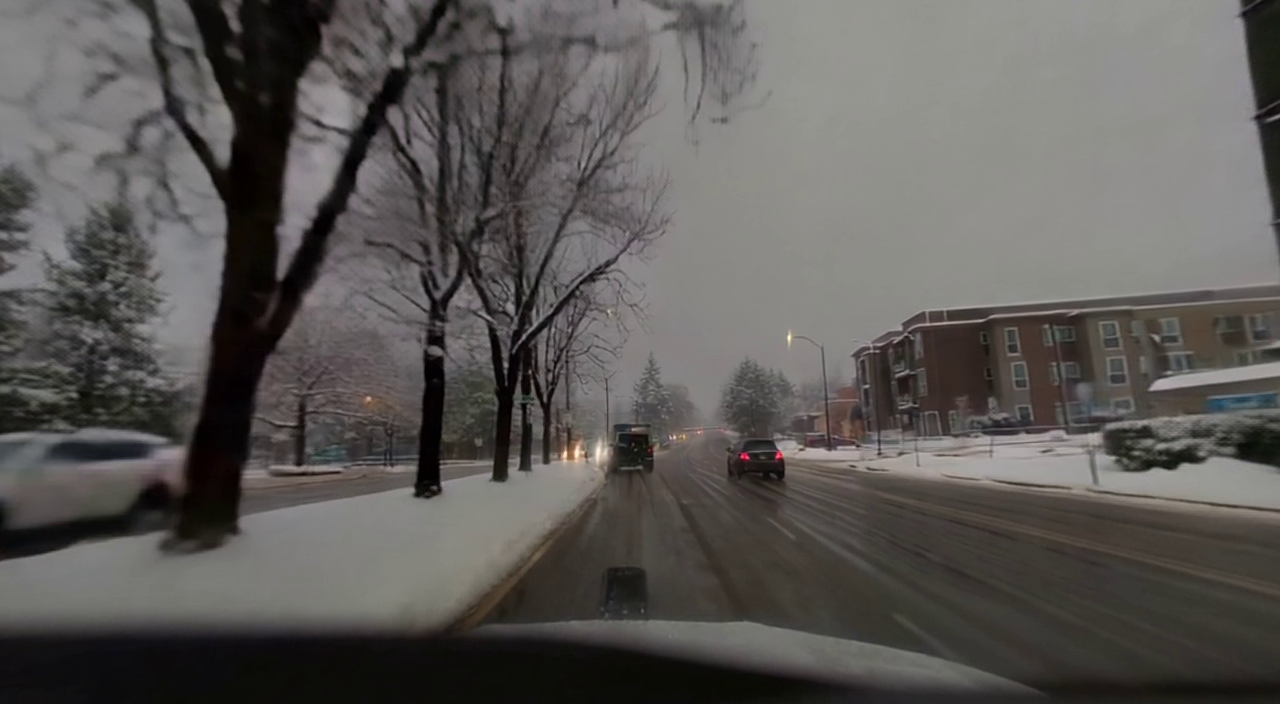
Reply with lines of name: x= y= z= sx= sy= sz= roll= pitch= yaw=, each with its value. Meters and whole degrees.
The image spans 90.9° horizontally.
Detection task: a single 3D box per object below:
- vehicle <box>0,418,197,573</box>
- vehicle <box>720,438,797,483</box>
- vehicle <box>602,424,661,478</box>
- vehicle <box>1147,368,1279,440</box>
vehicle: x=-8.872 y=1.967 z=9.069 sx=1.873 sy=1.894 sz=4.186 roll=0 pitch=-8 yaw=0
vehicle: x=4.302 y=4.026 z=23.685 sx=2.075 sy=1.486 sz=4.316 roll=0 pitch=-8 yaw=0
vehicle: x=-0.489 y=4.382 z=28.119 sx=2.396 sy=2.143 sz=4.824 roll=0 pitch=-8 yaw=-4
vehicle: x=38.845 y=3.055 z=39.245 sx=10.985 sy=3.740 sz=2.994 roll=-6 pitch=-9 yaw=5
